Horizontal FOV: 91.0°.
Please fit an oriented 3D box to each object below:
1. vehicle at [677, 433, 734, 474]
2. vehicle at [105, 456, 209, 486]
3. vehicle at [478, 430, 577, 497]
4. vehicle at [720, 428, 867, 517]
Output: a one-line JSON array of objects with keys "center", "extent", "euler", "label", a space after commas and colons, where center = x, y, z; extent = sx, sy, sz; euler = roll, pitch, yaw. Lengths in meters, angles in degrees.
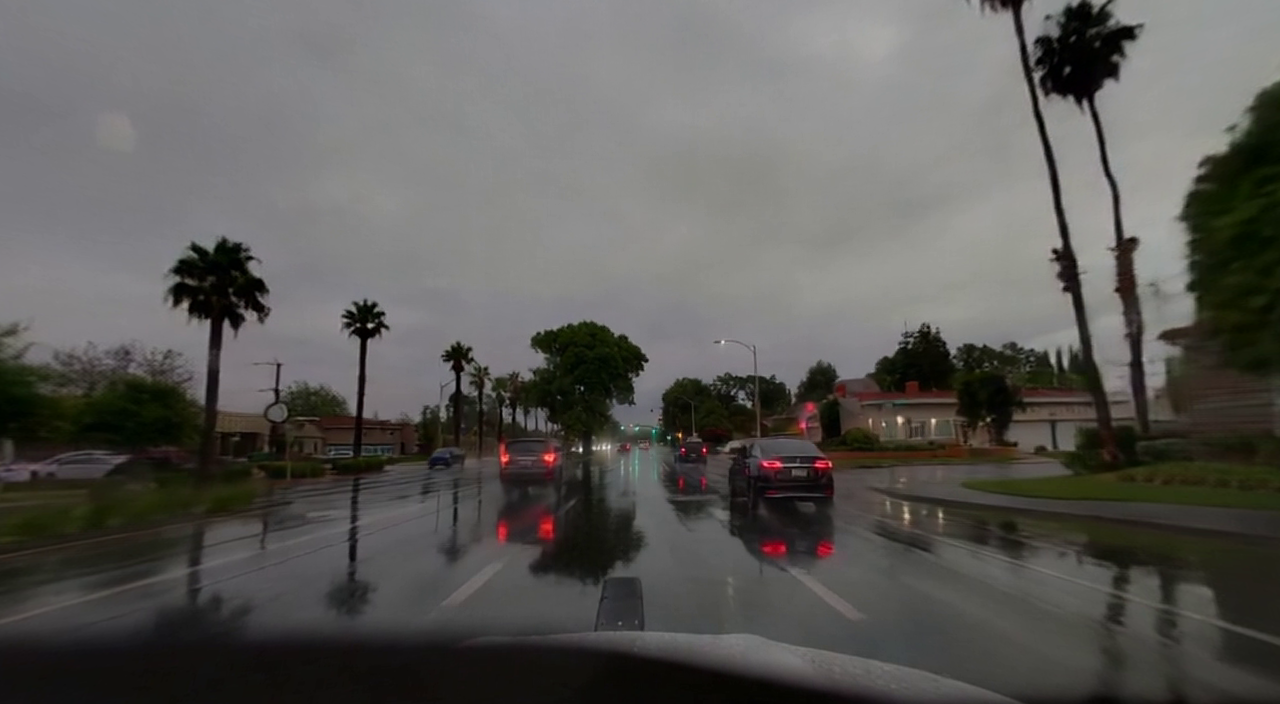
[{"center": [3.216, 5.125, 31.988], "extent": [2.244, 1.901, 4.561], "euler": [0, -8, -2], "label": "vehicle"}, {"center": [-29.007, 7.121, 37.872], "extent": [4.586, 1.513, 1.973], "euler": [-2, -9, -2], "label": "vehicle"}, {"center": [-3.194, 3.275, 18.853], "extent": [2.084, 1.735, 4.528], "euler": [0, -8, 1], "label": "vehicle"}, {"center": [3.223, 2.630, 14.232], "extent": [2.084, 1.682, 4.148], "euler": [1, -8, -3], "label": "vehicle"}]
